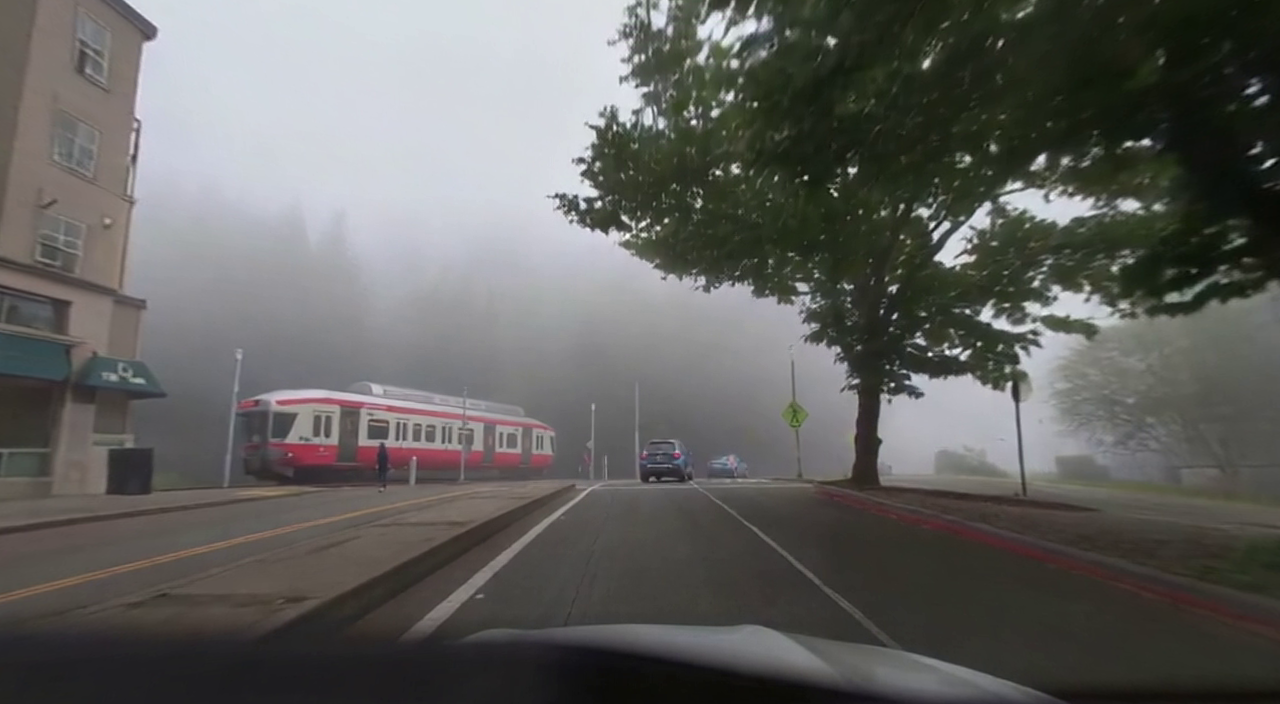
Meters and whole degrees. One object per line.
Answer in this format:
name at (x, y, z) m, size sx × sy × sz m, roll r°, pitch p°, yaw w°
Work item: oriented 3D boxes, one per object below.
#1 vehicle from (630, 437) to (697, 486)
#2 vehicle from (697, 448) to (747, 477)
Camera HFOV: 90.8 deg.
vehicle at (1.043, 4.342, 25.458) m, size 2.263 × 1.765 × 4.237 m, roll -1°, pitch -8°, yaw 8°
vehicle at (5.350, 7.089, 40.714) m, size 2.010 × 1.725 × 4.320 m, roll -4°, pitch -9°, yaw 24°
